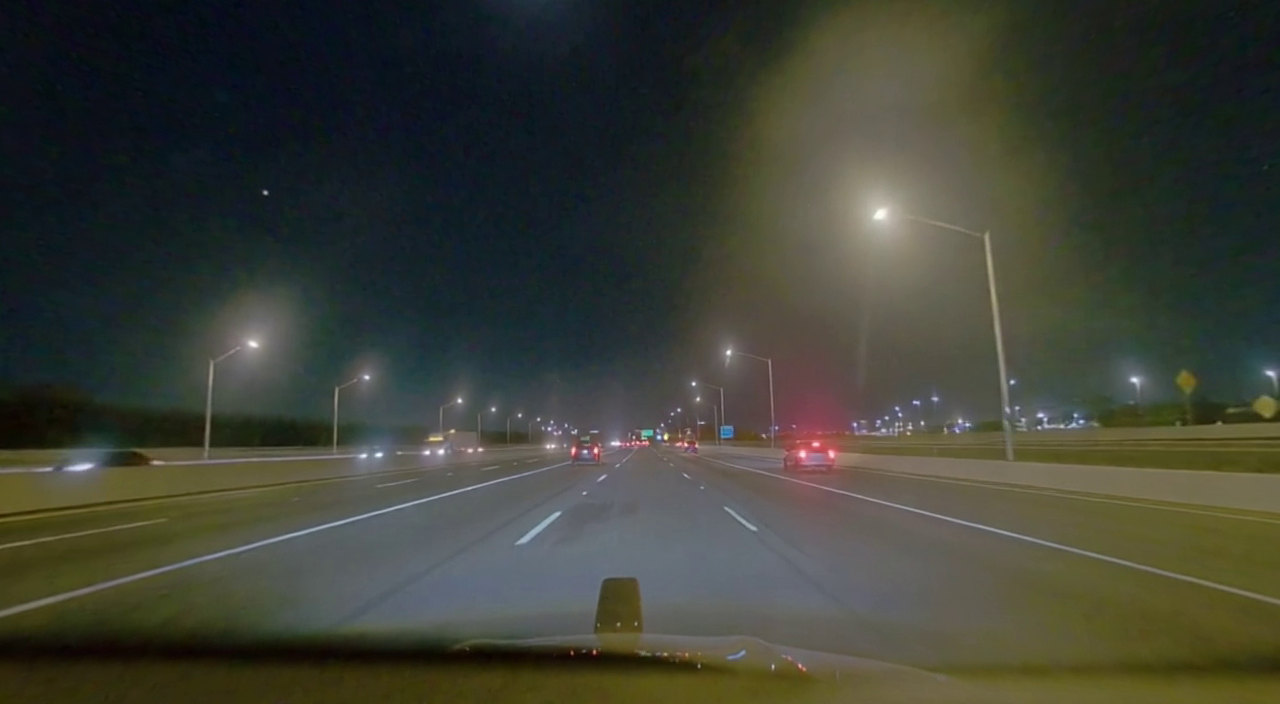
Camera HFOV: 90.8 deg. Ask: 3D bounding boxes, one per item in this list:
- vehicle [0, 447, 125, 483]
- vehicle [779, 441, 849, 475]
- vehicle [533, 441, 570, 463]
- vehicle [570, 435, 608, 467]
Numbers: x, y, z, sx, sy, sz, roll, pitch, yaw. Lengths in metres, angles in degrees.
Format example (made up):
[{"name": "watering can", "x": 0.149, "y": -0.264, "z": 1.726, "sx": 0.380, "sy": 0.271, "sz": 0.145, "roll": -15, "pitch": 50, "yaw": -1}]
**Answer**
[{"name": "vehicle", "x": -27.029, "y": 5.207, "z": 29.477, "sx": 1.933, "sy": 1.522, "sz": 4.765, "roll": 0, "pitch": -8, "yaw": 0}, {"name": "vehicle", "x": 7.833, "y": 4.805, "z": 28.856, "sx": 1.900, "sy": 1.432, "sz": 4.519, "roll": 0, "pitch": -8, "yaw": 0}, {"name": "vehicle", "x": -6.448, "y": 7.302, "z": 46.243, "sx": 2.009, "sy": 1.462, "sz": 4.458, "roll": 0, "pitch": -8, "yaw": 1}, {"name": "vehicle", "x": -3.074, "y": 6.034, "z": 38.687, "sx": 1.893, "sy": 1.827, "sz": 4.513, "roll": 0, "pitch": -8, "yaw": 1}]
